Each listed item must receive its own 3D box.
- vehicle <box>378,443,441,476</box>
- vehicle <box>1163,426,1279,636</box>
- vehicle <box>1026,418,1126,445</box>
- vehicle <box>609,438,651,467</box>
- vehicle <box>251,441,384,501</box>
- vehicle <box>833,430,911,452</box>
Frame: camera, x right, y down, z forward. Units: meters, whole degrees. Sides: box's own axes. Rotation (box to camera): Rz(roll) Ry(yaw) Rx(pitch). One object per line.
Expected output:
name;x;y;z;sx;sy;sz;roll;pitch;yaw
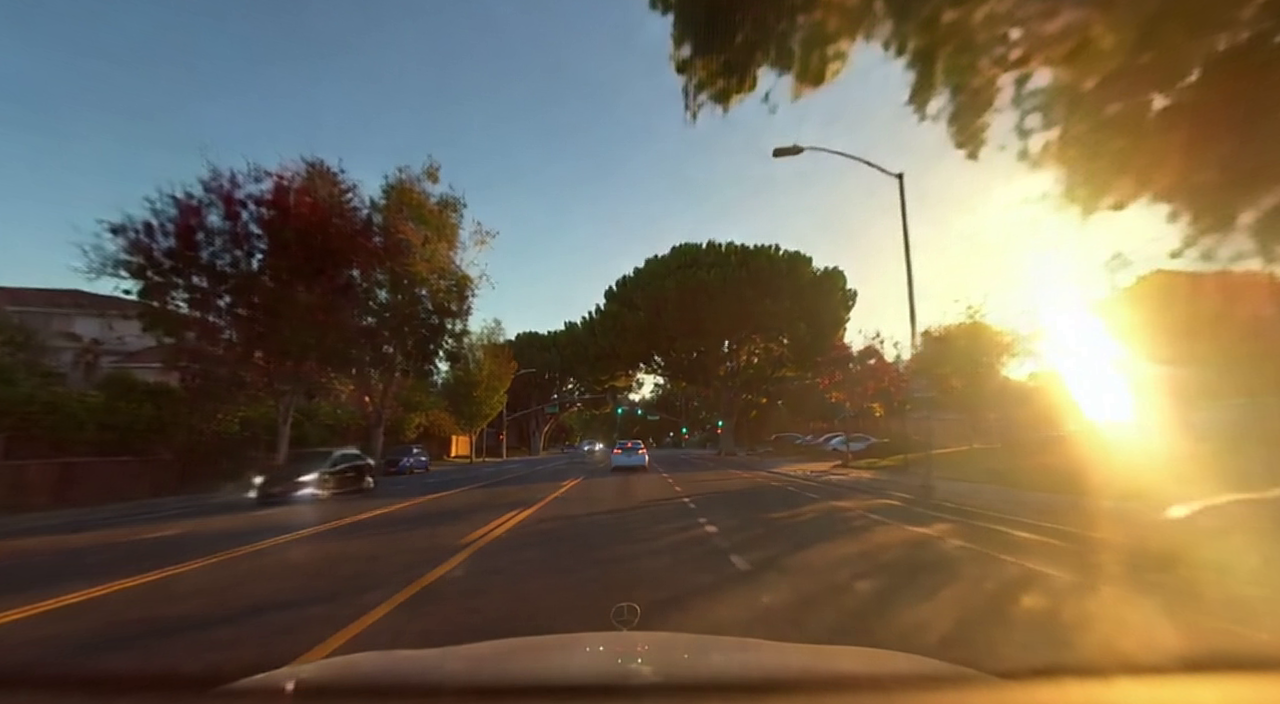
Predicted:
vehicle;-13.261;6.205;36.623;1.957;1.754;4.393;0;-9;0
vehicle;5.794;1.169;3.620;1.926;1.555;4.106;0;-9;-3
vehicle;27.343;5.019;39.768;4.736;1.646;2.037;0;-9;0
vehicle;-0.549;5.320;33.541;2.104;1.462;3.991;0;-9;-1
vehicle;-9.871;3.647;19.793;1.945;1.629;4.197;0;-9;0
vehicle;16.260;6.257;44.439;4.658;1.495;1.978;0;-9;-2
